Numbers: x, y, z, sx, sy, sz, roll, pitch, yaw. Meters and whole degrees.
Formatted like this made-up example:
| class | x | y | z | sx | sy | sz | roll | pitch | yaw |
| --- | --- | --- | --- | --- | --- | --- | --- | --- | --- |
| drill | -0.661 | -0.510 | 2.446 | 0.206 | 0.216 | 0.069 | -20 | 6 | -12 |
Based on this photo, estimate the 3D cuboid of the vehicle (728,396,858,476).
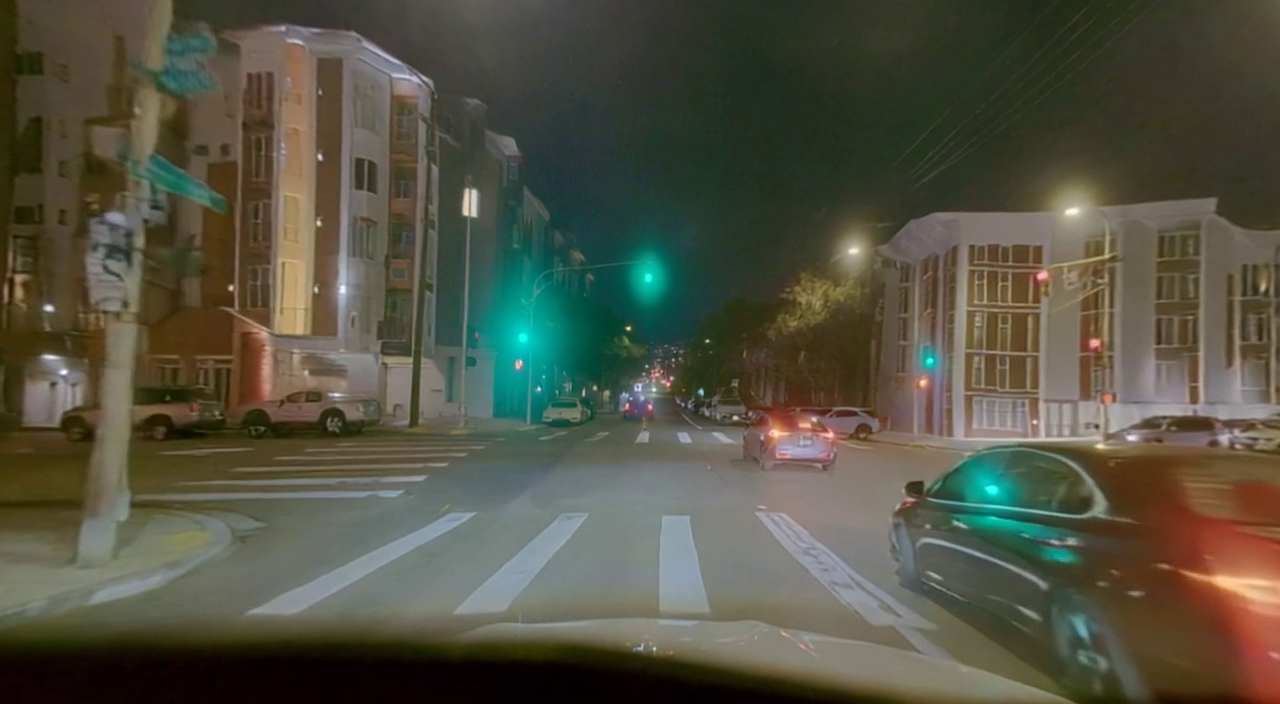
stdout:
| class | x | y | z | sx | sy | sz | roll | pitch | yaw |
| --- | --- | --- | --- | --- | --- | --- | --- | --- | --- |
| vehicle | 3.279 | 1.785 | 14.350 | 1.970 | 1.490 | 4.016 | 0 | -3 | 0 |

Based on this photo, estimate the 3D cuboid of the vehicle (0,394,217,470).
| class | x | y | z | sx | sy | sz | roll | pitch | yaw |
| --- | --- | --- | --- | --- | --- | --- | --- | --- | --- |
| vehicle | -12.345 | 1.735 | 14.085 | 4.507 | 1.455 | 1.927 | -1 | -1 | 2 |

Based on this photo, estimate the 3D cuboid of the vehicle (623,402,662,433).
| class | x | y | z | sx | sy | sz | roll | pitch | yaw |
| --- | --- | --- | --- | --- | --- | --- | --- | --- | --- |
| vehicle | 0.149 | 3.496 | 33.227 | 1.923 | 1.460 | 3.923 | 0 | -8 | 1 |

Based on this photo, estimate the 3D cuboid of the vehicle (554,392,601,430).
| class | x | y | z | sx | sy | sz | roll | pitch | yaw |
| --- | --- | --- | --- | --- | --- | --- | --- | --- | --- |
| vehicle | -2.841 | 2.784 | 29.246 | 1.878 | 1.521 | 3.697 | 0 | -8 | -1 |

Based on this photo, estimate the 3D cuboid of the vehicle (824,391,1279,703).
| class | x | y | z | sx | sy | sz | roll | pitch | yaw |
| --- | --- | --- | --- | --- | --- | --- | --- | --- | --- |
| vehicle | 3.071 | 1.199 | 4.590 | 2.055 | 1.450 | 4.676 | 0 | -8 | 0 |

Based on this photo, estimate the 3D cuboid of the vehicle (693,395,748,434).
| class | x | y | z | sx | sy | sz | roll | pitch | yaw |
| --- | --- | --- | --- | --- | --- | --- | --- | --- | --- |
| vehicle | 3.769 | 3.048 | 30.209 | 2.093 | 1.655 | 4.327 | 0 | -8 | 0 |

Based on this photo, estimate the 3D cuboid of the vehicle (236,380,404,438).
| class | x | y | z | sx | sy | sz | roll | pitch | yaw |
| --- | --- | --- | --- | --- | --- | --- | --- | --- | --- |
| vehicle | -10.314 | 1.916 | 20.596 | 4.304 | 1.755 | 2.083 | -1 | -8 | 1 |
